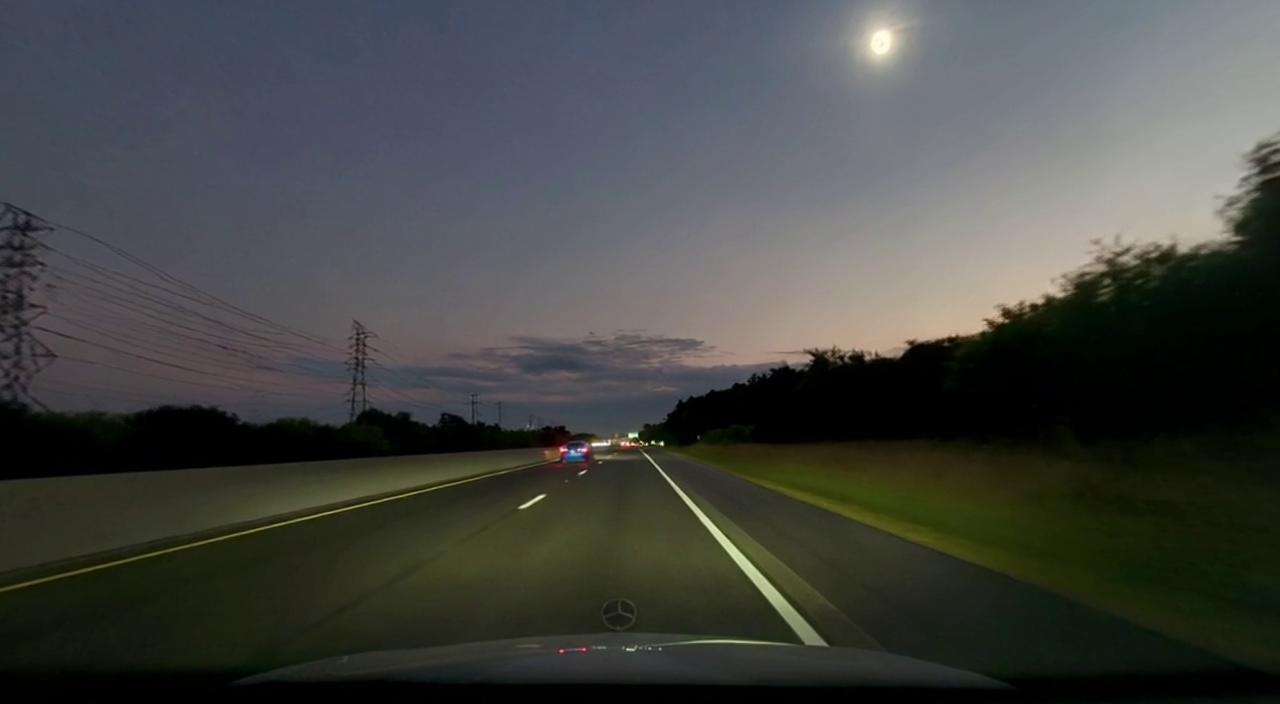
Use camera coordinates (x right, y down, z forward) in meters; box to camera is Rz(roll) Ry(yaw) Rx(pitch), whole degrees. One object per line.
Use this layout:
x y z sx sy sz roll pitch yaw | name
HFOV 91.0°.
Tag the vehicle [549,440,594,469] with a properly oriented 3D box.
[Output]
-3.966 5.995 37.185 2.158 1.604 4.679 0 -8 0 | vehicle
